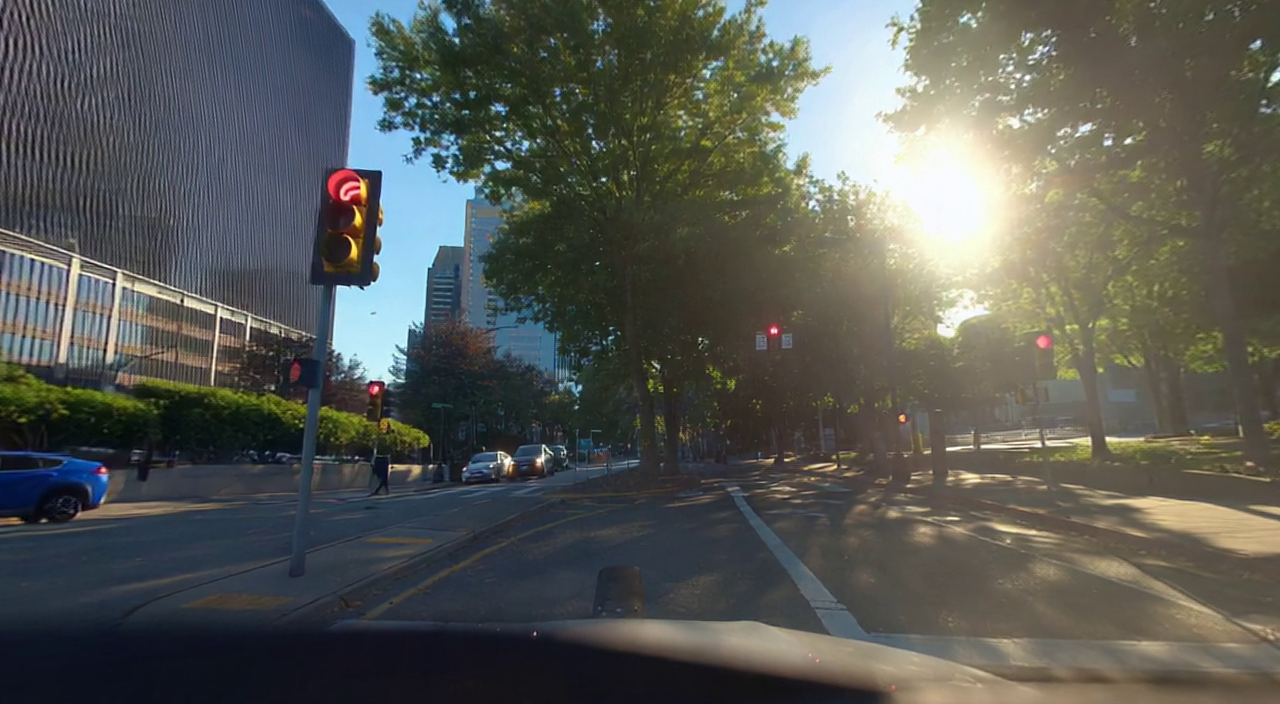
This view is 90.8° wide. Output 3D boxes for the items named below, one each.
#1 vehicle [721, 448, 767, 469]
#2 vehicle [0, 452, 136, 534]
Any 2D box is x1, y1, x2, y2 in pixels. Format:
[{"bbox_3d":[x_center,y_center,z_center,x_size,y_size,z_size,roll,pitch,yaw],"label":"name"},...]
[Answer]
[{"bbox_3d":[7.872,8.119,48.414,1.829,1.440,4.384,2,-9,-14],"label":"vehicle"},{"bbox_3d":[-12.882,2.719,12.306,4.598,1.490,1.816,7,-11,-40],"label":"vehicle"}]
